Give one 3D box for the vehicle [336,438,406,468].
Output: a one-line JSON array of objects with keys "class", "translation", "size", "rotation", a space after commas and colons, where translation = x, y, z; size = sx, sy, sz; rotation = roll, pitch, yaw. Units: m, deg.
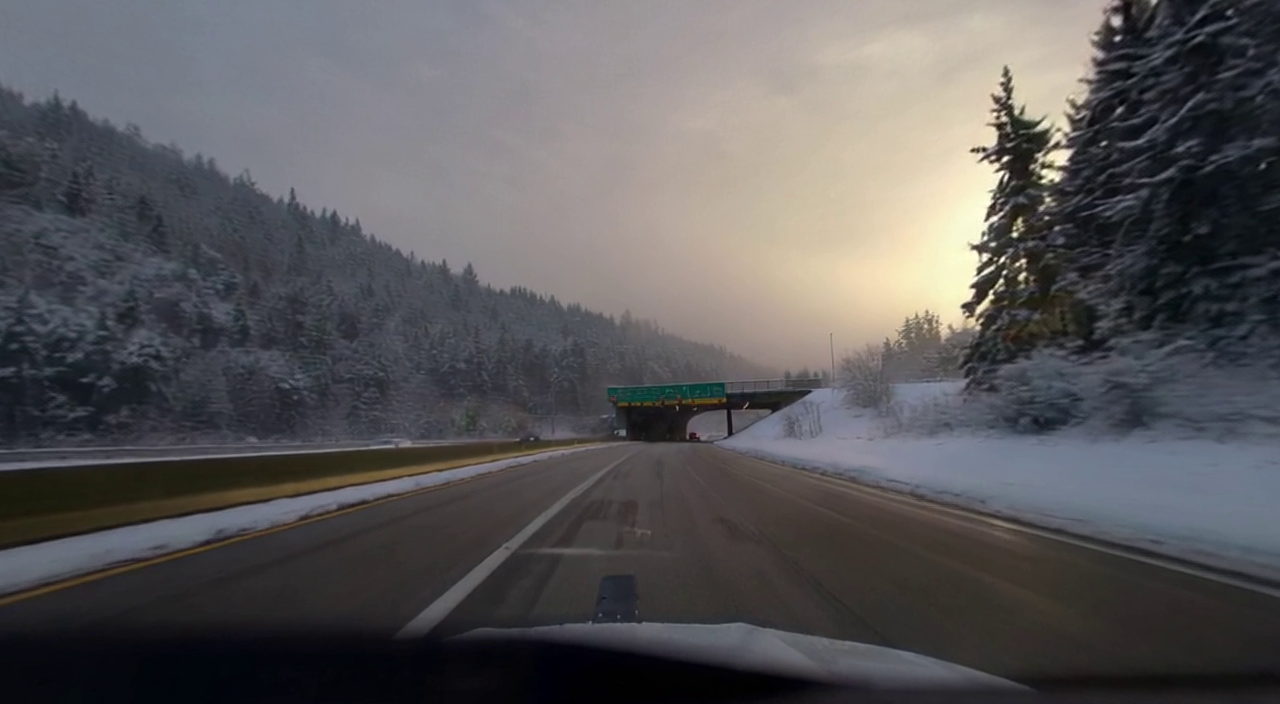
[{"class": "vehicle", "translation": [-14.037, 5.265, 33.079], "size": [1.905, 1.474, 3.786], "rotation": [0, -8, 2]}]
